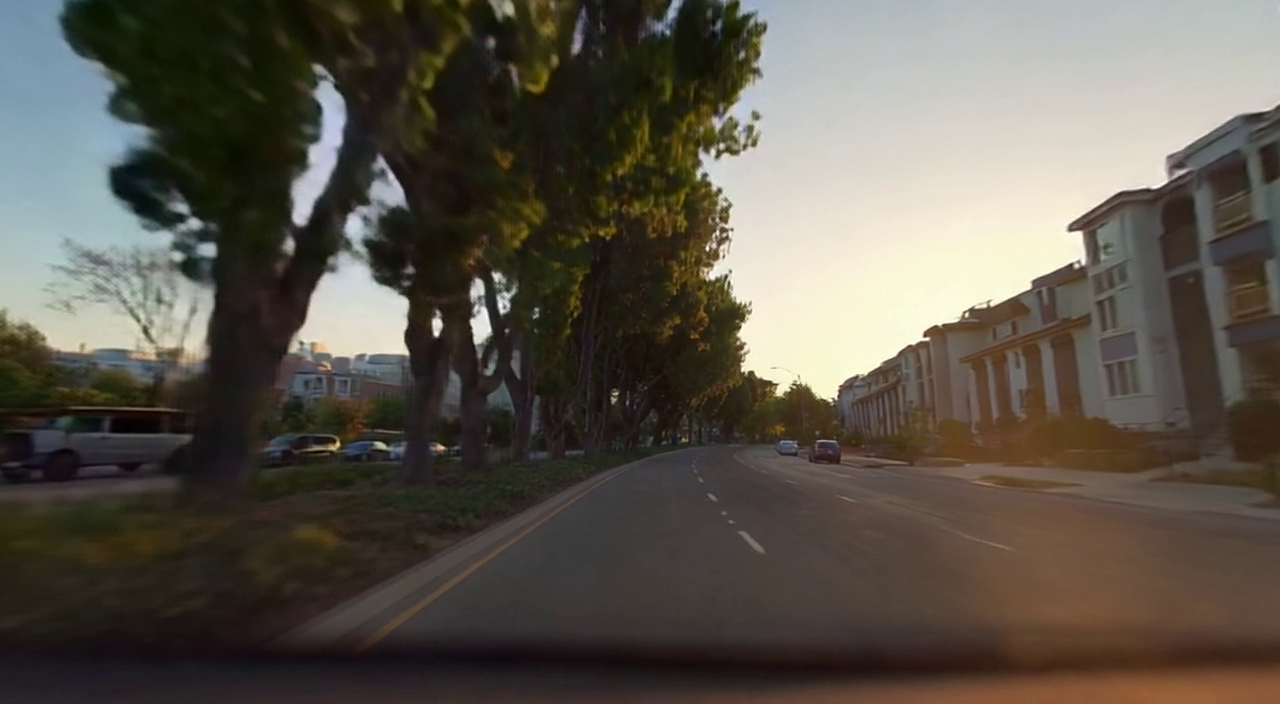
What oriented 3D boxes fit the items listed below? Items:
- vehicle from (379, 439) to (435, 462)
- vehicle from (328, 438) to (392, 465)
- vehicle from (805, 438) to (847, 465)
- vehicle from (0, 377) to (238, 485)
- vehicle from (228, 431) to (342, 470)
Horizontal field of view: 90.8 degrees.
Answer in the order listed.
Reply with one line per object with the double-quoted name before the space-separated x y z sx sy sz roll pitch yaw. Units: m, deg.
"vehicle" -16.572 7.065 45.181 1.823 1.455 4.680 -3 -9 6
"vehicle" -17.285 6.145 39.173 1.802 1.487 4.359 -3 -9 3
"vehicle" 13.060 6.984 44.650 2.037 1.655 4.760 3 -7 7
"vehicle" -18.293 2.931 22.535 2.781 3.224 7.055 -1 -9 4
"vehicle" -17.813 5.012 32.165 2.226 1.733 5.775 -1 -9 4
